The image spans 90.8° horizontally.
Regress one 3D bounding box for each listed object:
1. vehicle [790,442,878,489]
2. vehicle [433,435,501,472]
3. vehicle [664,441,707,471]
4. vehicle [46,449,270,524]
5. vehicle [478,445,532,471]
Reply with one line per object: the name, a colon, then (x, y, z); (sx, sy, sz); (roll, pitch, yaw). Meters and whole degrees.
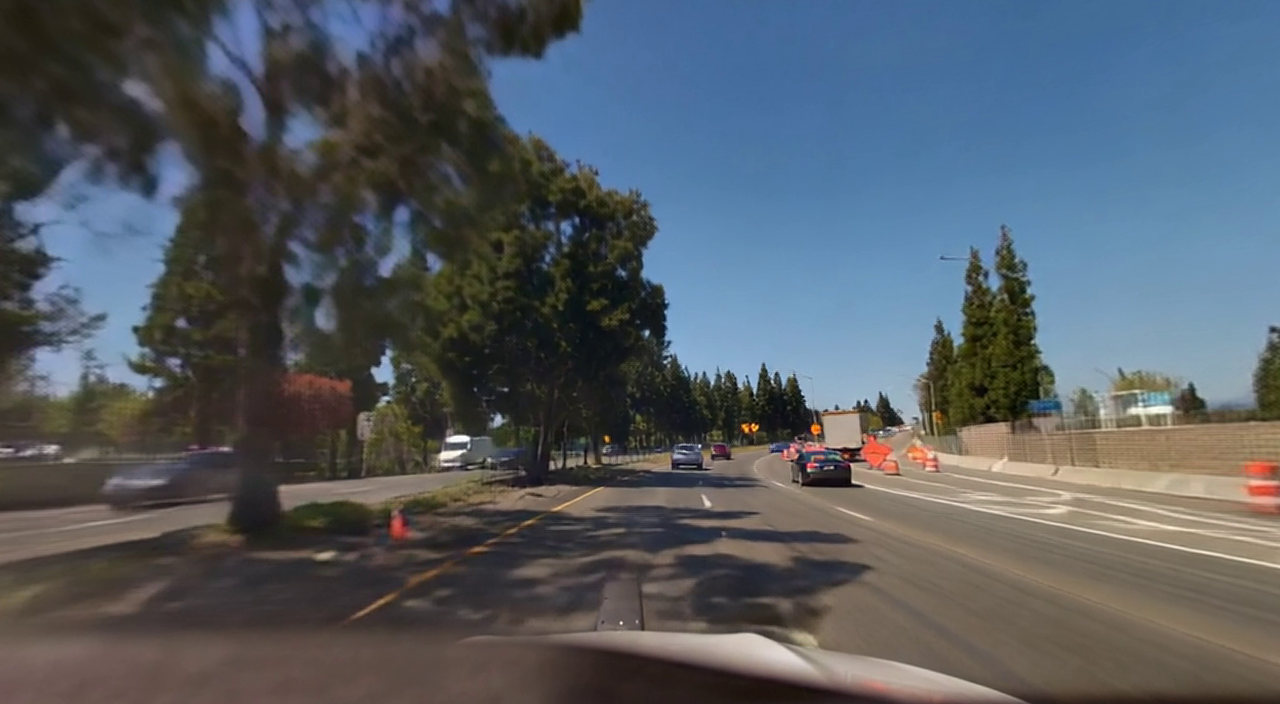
vehicle: (6.668, 3.923, 22.196); (2.044, 1.474, 4.083); (-1, -8, 4)
vehicle: (-12.352, 7.305, 45.576); (2.569, 2.444, 5.774); (-1, -9, 8)
vehicle: (2.811, 6.223, 38.051); (2.201, 1.676, 4.541); (-1, -9, 9)
vehicle: (-11.705, 3.269, 15.868); (2.051, 1.569, 4.425); (-1, -9, 1)
vehicle: (-8.815, 6.930, 41.664); (1.903, 1.593, 4.593); (-1, -9, 10)
